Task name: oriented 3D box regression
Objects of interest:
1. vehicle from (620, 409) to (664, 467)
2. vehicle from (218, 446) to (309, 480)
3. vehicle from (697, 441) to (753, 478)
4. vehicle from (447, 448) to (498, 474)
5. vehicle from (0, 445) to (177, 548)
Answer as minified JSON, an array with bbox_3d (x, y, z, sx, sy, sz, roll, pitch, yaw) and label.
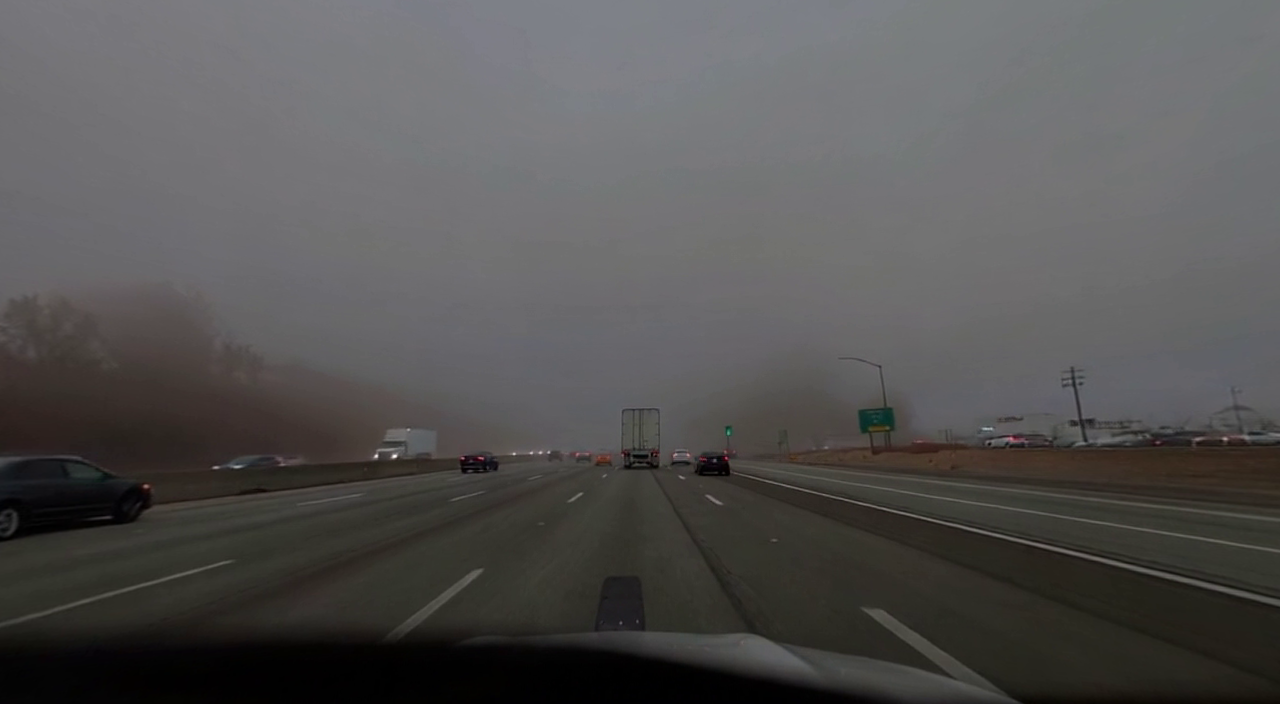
[{"bbox_3d":[0.315,6.709,48.619,3.012,3.928,10.262,0,-9,2],"label":"vehicle"},{"bbox_3d":[-23.668,6.968,39.920,2.313,1.953,5.311,0,-9,2],"label":"vehicle"},{"bbox_3d":[4.076,5.271,31.102,2.107,1.707,4.445,0,-9,0],"label":"vehicle"},{"bbox_3d":[-10.579,6.927,40.167,2.015,1.521,4.550,0,-9,0],"label":"vehicle"},{"bbox_3d":[-10.690,2.374,10.756,2.005,1.547,4.635,0,-9,0],"label":"vehicle"}]
